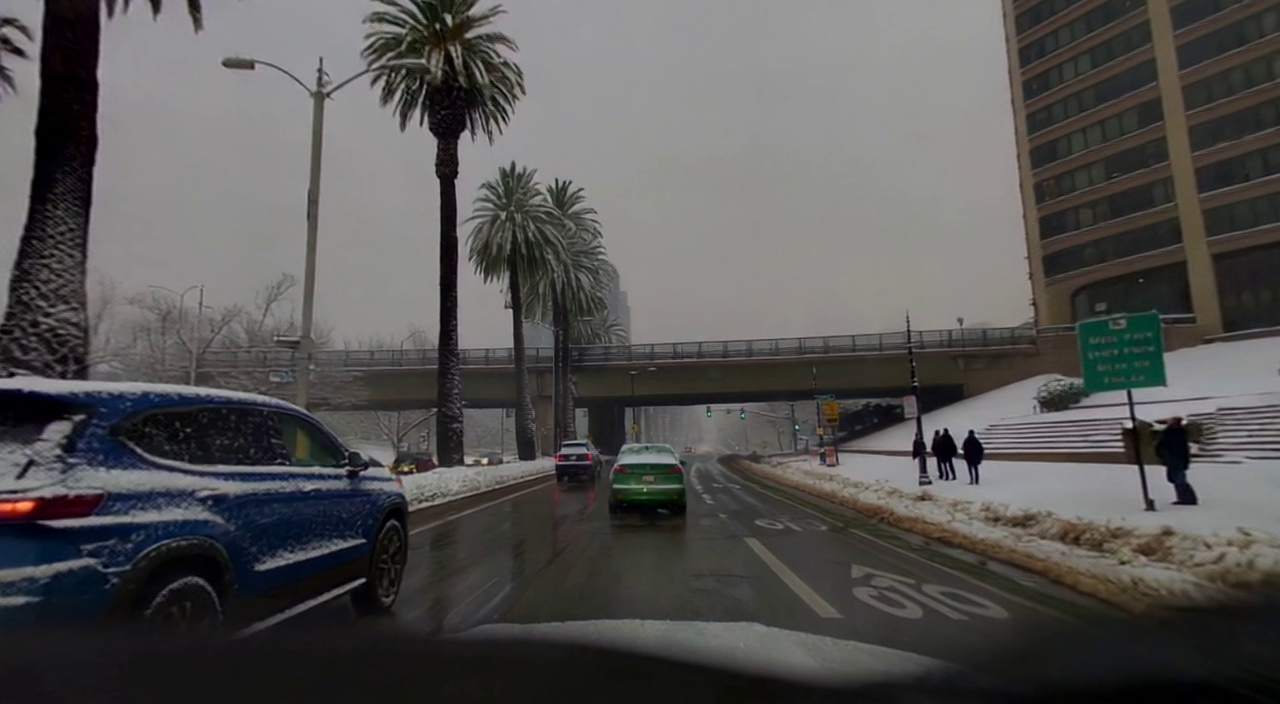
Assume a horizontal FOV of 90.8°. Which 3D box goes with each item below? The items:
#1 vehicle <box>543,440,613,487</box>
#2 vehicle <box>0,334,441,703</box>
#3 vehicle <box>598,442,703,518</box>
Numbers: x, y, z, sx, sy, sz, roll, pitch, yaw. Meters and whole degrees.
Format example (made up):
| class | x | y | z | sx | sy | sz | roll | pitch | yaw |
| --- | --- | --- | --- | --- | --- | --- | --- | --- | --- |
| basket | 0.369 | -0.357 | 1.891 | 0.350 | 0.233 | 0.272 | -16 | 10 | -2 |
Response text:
| class | x | y | z | sx | sy | sz | roll | pitch | yaw |
| --- | --- | --- | --- | --- | --- | --- | --- | --- | --- |
| vehicle | -2.271 | 4.225 | 24.272 | 1.955 | 1.637 | 4.032 | -1 | -8 | 5 |
| vehicle | -3.117 | 1.120 | 4.177 | 2.014 | 1.740 | 4.359 | 0 | -8 | 2 |
| vehicle | 0.243 | 2.801 | 14.376 | 2.036 | 1.461 | 4.129 | 0 | -8 | 1 |
